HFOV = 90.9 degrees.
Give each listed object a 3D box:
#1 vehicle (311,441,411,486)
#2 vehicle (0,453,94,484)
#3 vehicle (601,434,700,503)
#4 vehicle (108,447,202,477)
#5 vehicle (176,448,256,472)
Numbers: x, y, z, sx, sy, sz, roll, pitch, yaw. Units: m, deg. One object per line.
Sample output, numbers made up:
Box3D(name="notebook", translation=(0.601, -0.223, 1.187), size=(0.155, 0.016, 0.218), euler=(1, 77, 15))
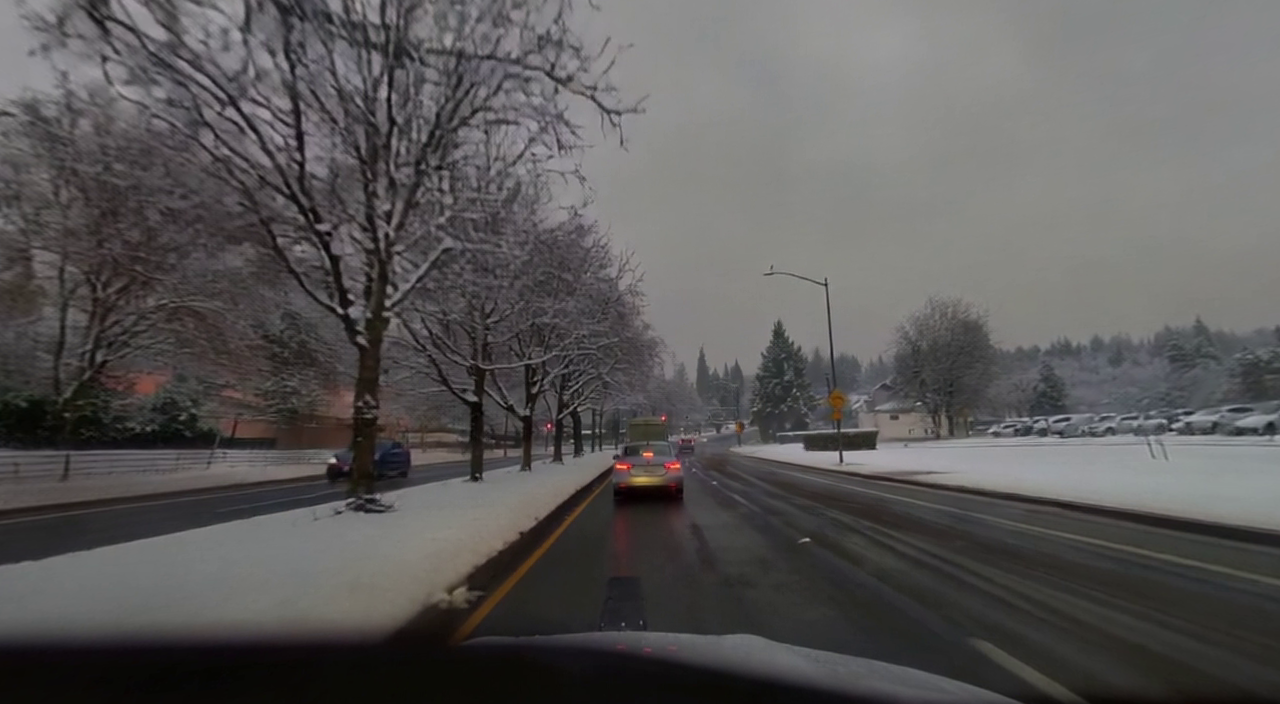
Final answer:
Box3D(name="vehicle", translation=(-11.705, 4.682, 26.903), size=(2.066, 1.753, 4.559), euler=(0, -8, 2))
Box3D(name="vehicle", translation=(-30.558, 5.854, 31.749), size=(4.356, 1.444, 1.819), euler=(0, -8, -1))
Box3D(name="vehicle", translation=(0.172, 2.753, 15.334), size=(2.093, 1.442, 3.977), euler=(0, -8, -1))
Box3D(name="vehicle", translation=(-30.235, 6.844, 39.400), size=(4.266, 1.600, 1.877), euler=(-3, -8, -2))
Box3D(name="vehicle", translation=(-29.987, 7.627, 44.650), size=(4.342, 1.621, 1.967), euler=(-1, -8, 5))
